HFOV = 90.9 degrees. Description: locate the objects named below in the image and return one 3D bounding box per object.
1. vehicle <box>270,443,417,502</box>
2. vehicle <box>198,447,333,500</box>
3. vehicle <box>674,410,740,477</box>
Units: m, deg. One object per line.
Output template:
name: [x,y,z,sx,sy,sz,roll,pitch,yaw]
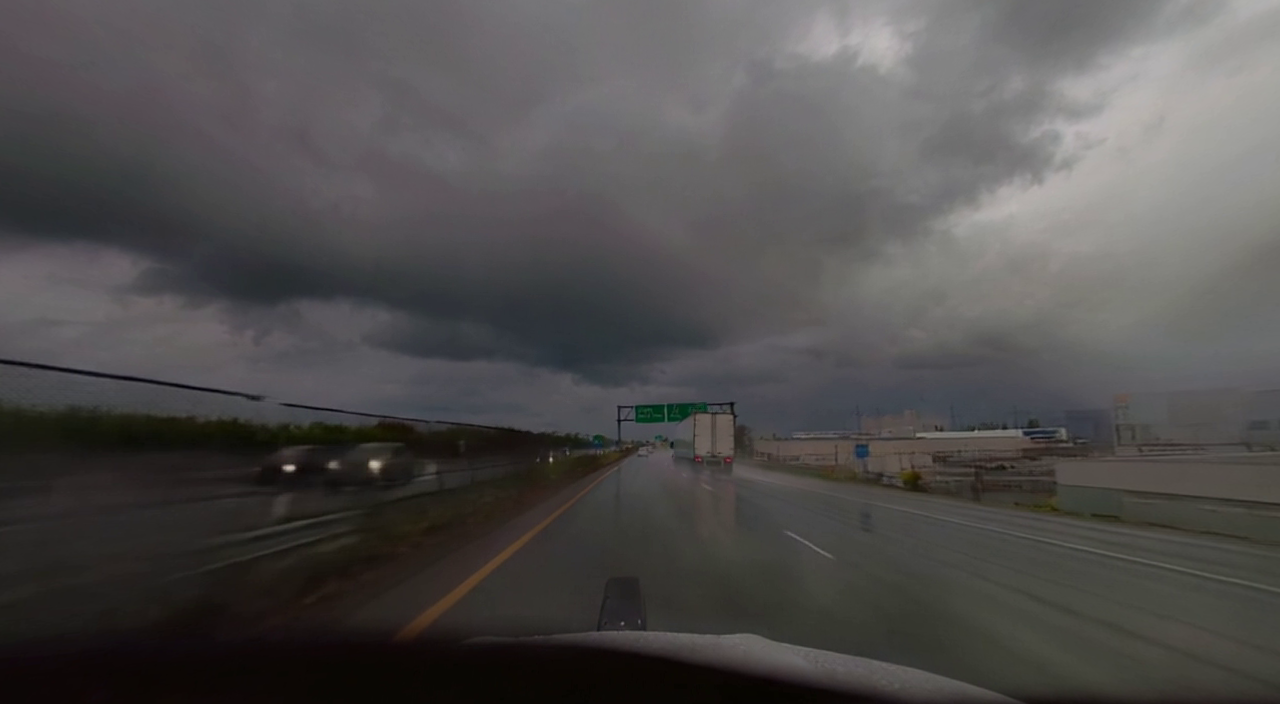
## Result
vehicle: [-8.783,3.590,19.217,2.213,1.567,4.564,0,-9,1]
vehicle: [-12.461,4.031,21.370,1.909,1.583,4.285,0,-9,0]
vehicle: [4.455,6.623,45.616,3.038,4.047,13.741,0,-9,-1]
